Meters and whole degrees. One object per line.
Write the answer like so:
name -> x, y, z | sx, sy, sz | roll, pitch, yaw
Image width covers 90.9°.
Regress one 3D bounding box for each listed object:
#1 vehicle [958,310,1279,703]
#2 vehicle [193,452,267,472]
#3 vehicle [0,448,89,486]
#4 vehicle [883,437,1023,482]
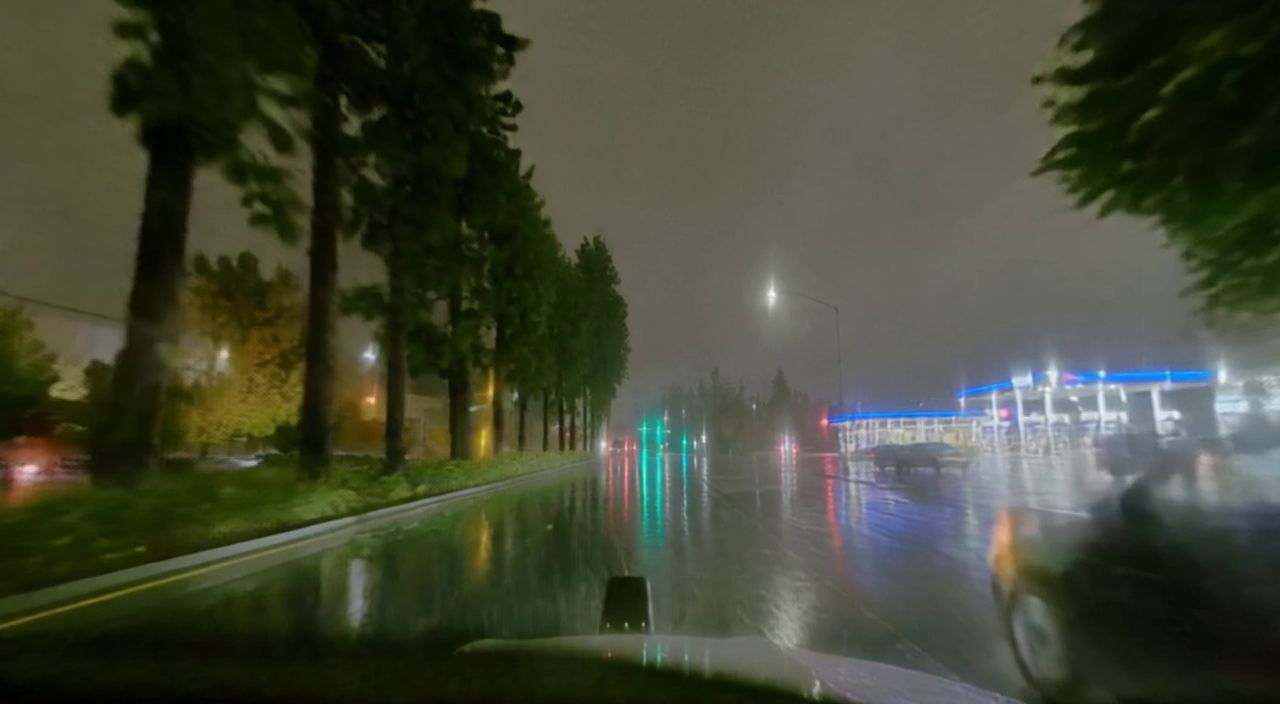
vehicle -> 3.334, 0.705, 1.959 | 2.151, 1.771, 4.792 | 0, -9, 0
vehicle -> -31.227, 8.381, 48.065 | 4.275, 1.411, 1.968 | -1, -8, 3
vehicle -> -31.254, 5.769, 31.969 | 2.059, 1.782, 5.016 | 1, -9, -1
vehicle -> 12.029, 4.140, 24.411 | 4.359, 1.656, 1.894 | 0, -9, -4
